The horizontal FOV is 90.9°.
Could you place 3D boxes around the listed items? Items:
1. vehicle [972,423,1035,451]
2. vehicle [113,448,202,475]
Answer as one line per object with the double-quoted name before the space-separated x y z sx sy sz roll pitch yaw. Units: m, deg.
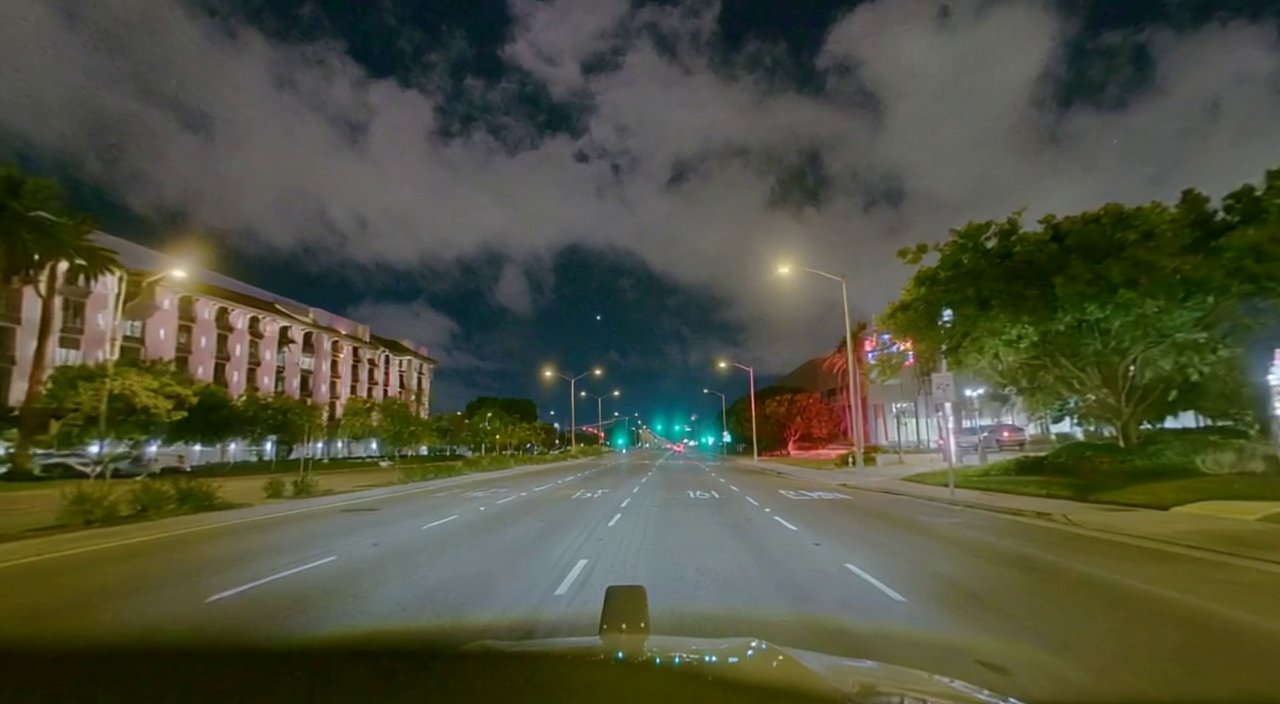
"vehicle" 25.254 5.952 43.987 2.222 1.818 5.099 -2 -9 12
"vehicle" -33.600 7.625 44.110 2.020 1.768 5.003 -1 -8 5
